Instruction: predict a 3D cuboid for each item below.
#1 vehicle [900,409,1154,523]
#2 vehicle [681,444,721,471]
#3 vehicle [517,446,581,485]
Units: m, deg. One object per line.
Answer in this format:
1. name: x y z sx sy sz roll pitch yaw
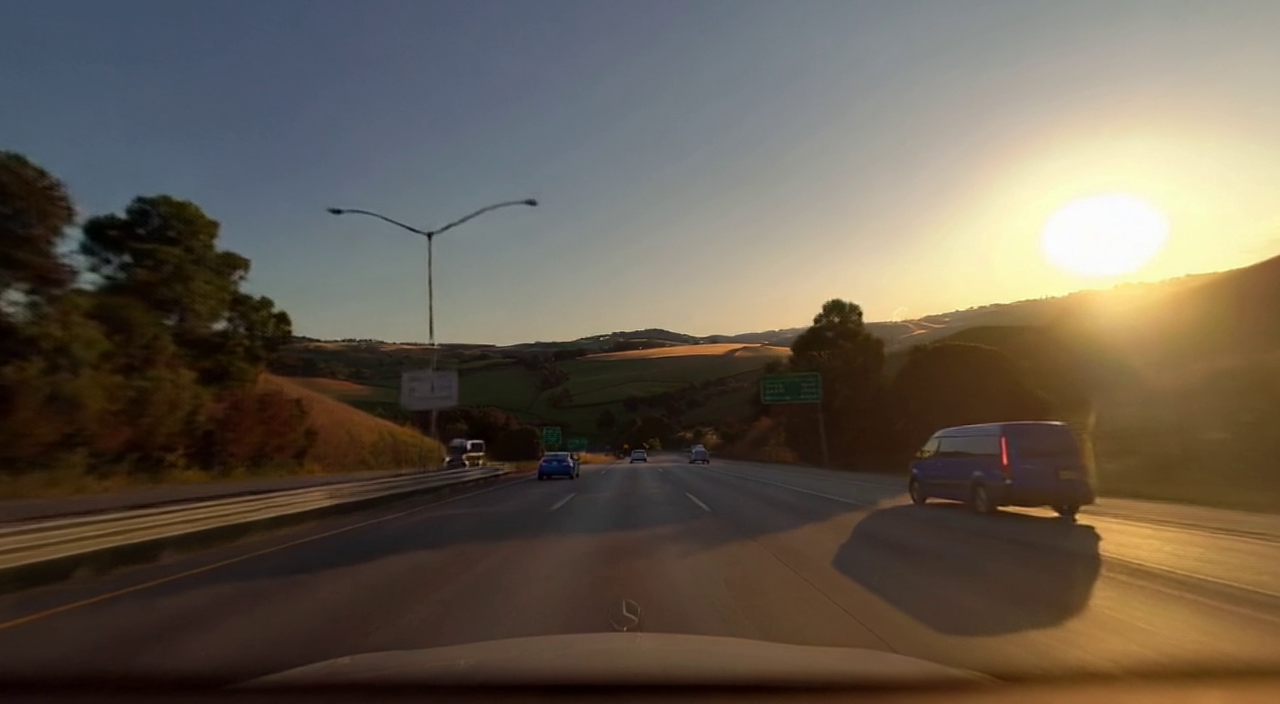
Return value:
1. vehicle: 7.745 2.358 13.424 2.133 1.933 4.986 0 -9 -1
2. vehicle: 3.951 6.932 41.395 2.069 1.625 4.832 0 -9 -1
3. vehicle: -3.862 4.891 27.485 2.160 1.530 4.500 0 -9 0
